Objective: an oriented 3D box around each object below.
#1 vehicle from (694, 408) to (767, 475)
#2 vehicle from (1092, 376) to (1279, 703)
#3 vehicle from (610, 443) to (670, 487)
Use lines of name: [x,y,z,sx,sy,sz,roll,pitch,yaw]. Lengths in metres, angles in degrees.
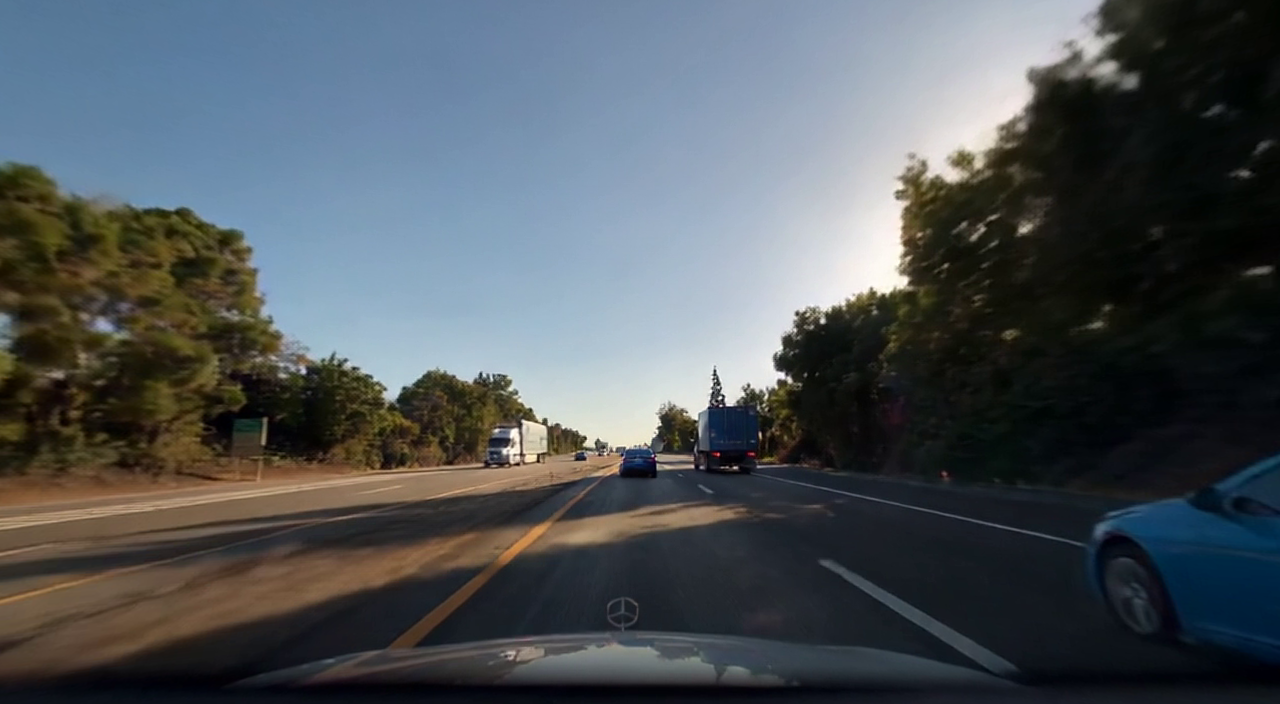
vehicle: [4.652,4.868,33.801,2.791,3.201,7.145,0,-9,0]
vehicle: [3.908,0.733,1.901,1.953,1.540,4.101,0,-9,0]
vehicle: [-0.045,4.189,23.563,2.066,1.490,3.759,0,-9,-1]
